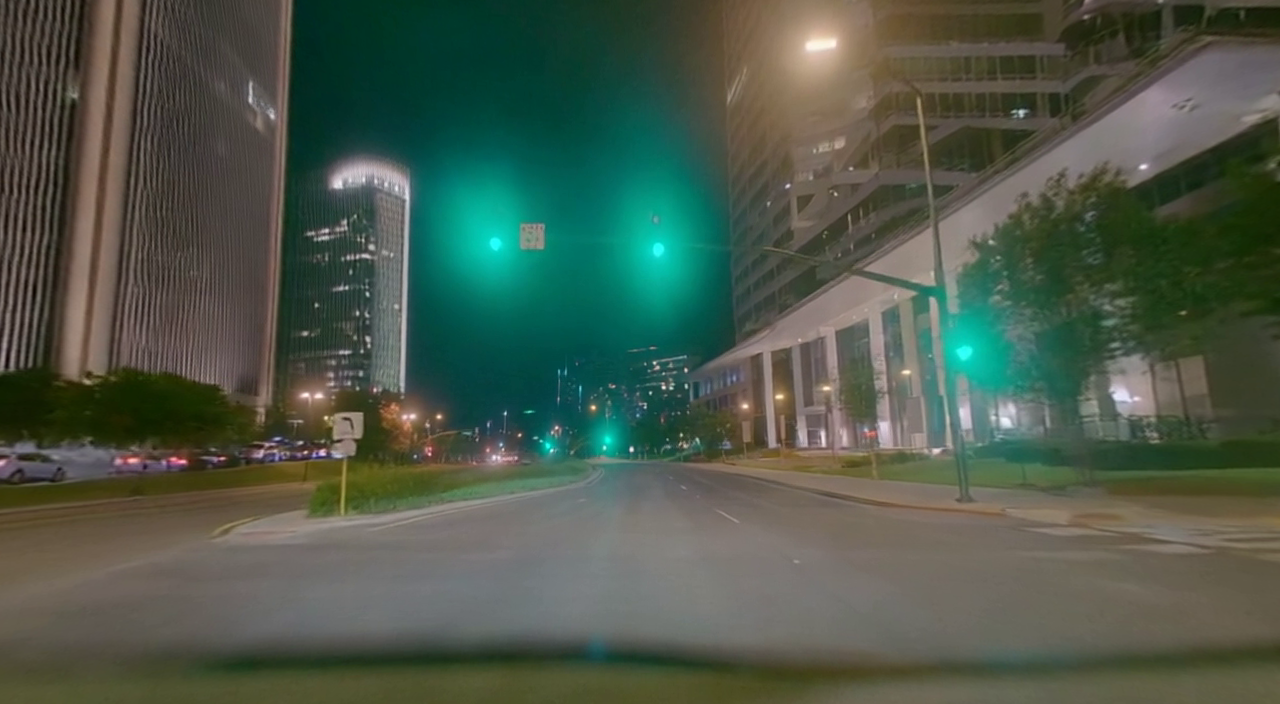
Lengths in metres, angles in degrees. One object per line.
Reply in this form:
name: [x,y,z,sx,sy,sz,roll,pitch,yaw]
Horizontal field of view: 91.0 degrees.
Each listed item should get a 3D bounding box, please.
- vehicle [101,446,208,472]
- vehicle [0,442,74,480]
vehicle: [-28.938,6.407,37.634,4.652,1.489,1.992,0,-9,-2]
vehicle: [-29.222,4.984,28.990,4.371,1.671,2.009,0,-9,1]
